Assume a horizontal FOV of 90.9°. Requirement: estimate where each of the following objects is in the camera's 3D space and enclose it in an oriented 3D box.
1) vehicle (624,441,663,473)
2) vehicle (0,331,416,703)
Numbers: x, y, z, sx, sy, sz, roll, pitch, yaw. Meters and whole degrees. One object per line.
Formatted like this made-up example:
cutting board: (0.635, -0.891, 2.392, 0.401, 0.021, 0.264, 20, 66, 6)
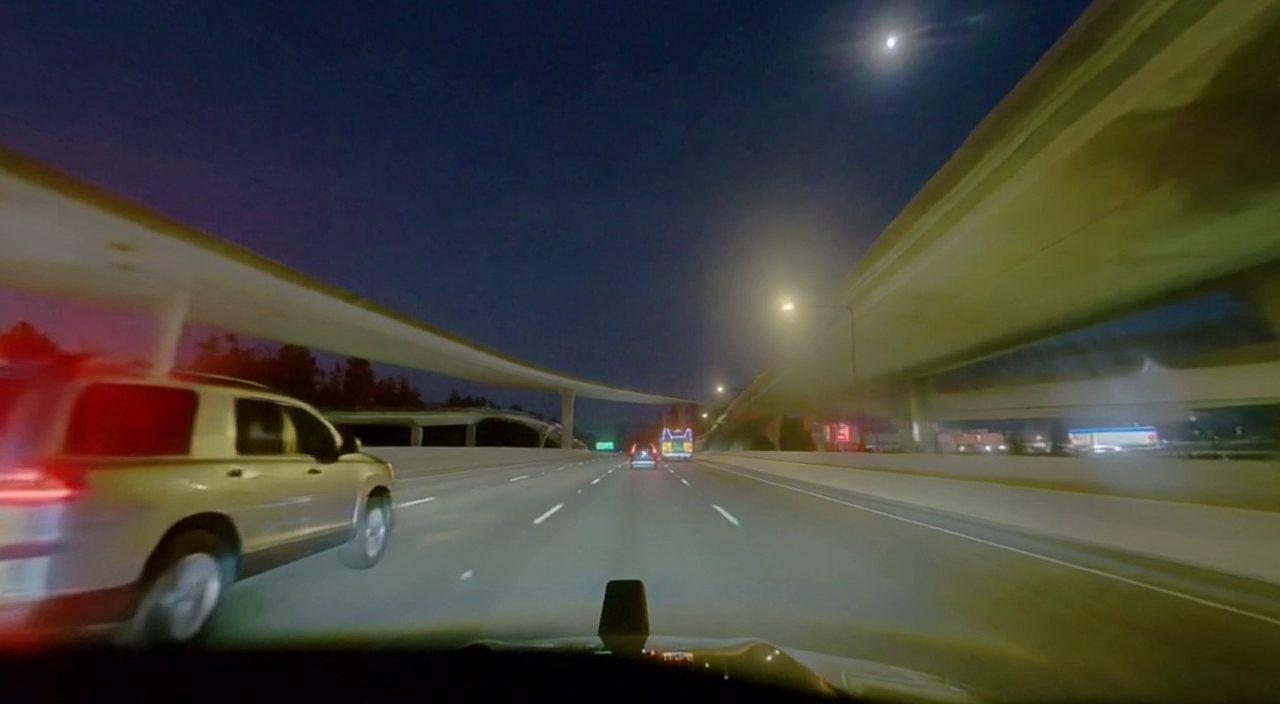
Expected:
vehicle: (0.184, 5.926, 35.812, 2.052, 1.711, 4.223, 0, -9, 0)
vehicle: (-4.005, 1.200, 5.687, 2.147, 1.918, 4.834, 0, -9, 0)
